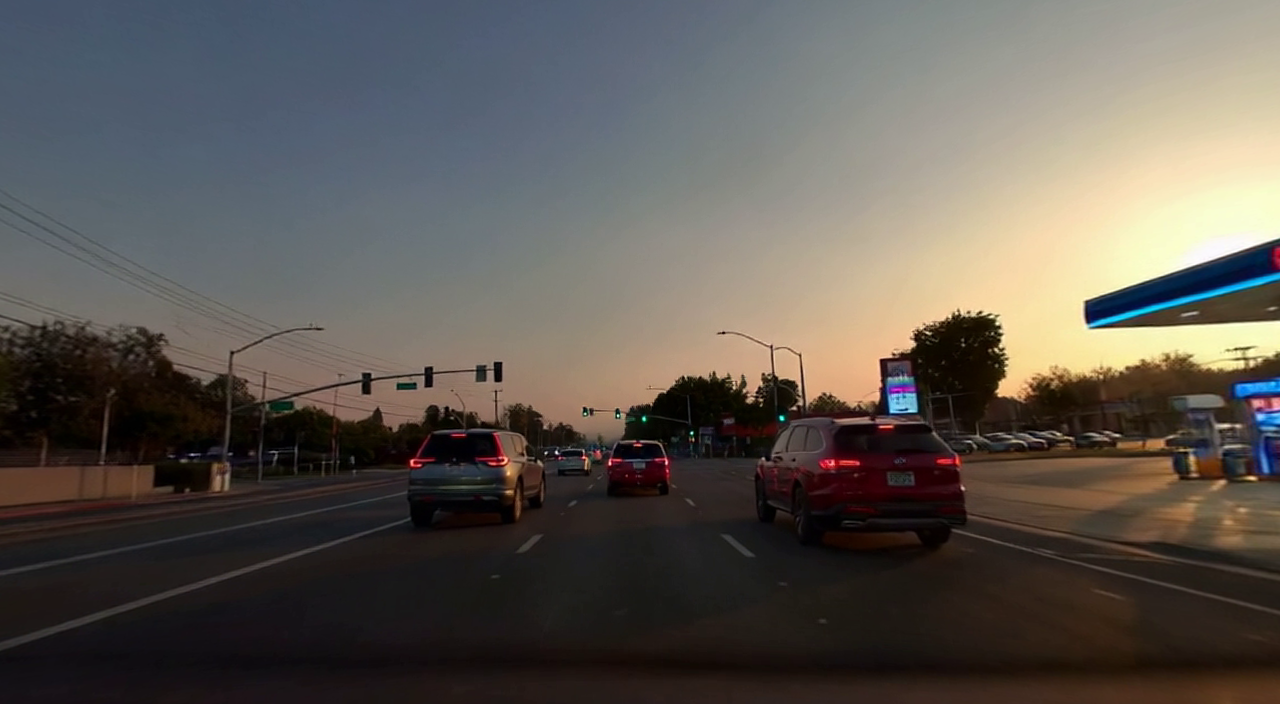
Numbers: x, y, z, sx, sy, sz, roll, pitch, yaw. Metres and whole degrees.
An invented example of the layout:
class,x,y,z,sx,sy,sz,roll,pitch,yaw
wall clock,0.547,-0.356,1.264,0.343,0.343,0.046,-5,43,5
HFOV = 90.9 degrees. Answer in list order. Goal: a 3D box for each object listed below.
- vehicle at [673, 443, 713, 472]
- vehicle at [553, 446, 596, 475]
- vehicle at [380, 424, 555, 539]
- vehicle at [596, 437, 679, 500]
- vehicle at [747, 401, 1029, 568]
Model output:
class,x,y,z,sx,sy,sz,roll,pitch,yaw
vehicle,3.289,6.662,40.161,2.122,1.745,4.337,0,-8,-1
vehicle,-3.528,5.915,34.617,1.954,1.497,4.078,0,-8,0
vehicle,-2.928,2.291,11.824,2.019,1.731,4.299,0,-8,0
vehicle,-0.092,3.367,18.699,2.181,1.650,4.083,0,-8,-1
vehicle,3.264,1.890,9.852,2.161,1.868,5.321,0,-8,-1
